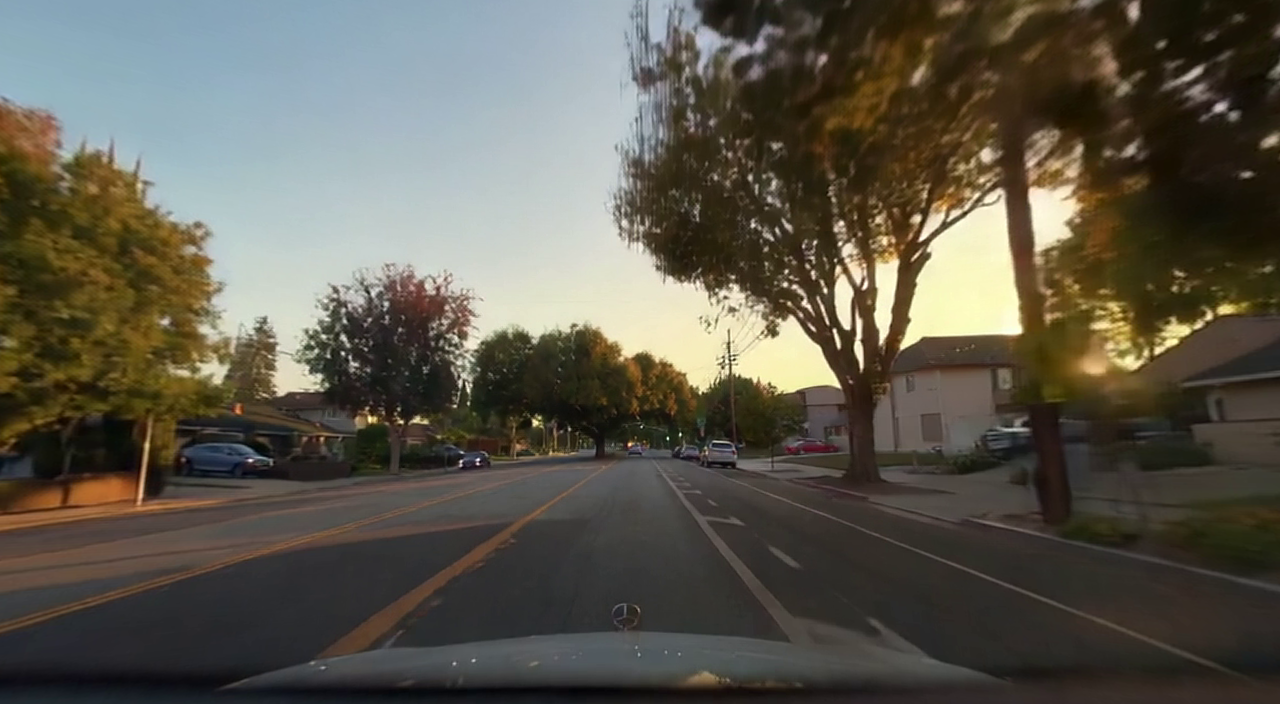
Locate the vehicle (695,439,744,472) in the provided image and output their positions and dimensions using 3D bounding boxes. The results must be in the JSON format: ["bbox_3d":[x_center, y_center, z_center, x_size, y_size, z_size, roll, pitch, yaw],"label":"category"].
[{"bbox_3d":[4.649,6.162,37.800,2.180,1.782,4.790,0,-8,-2],"label":"vehicle"}]

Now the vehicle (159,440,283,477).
[{"bbox_3d":[-21.193,5.393,32.110,4.853,1.754,2.095,-1,-8,3],"label":"vehicle"}]

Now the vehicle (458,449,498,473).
[{"bbox_3d":[-12.444,8.368,48.857,1.939,1.537,4.197,-3,-7,0],"label":"vehicle"}]
